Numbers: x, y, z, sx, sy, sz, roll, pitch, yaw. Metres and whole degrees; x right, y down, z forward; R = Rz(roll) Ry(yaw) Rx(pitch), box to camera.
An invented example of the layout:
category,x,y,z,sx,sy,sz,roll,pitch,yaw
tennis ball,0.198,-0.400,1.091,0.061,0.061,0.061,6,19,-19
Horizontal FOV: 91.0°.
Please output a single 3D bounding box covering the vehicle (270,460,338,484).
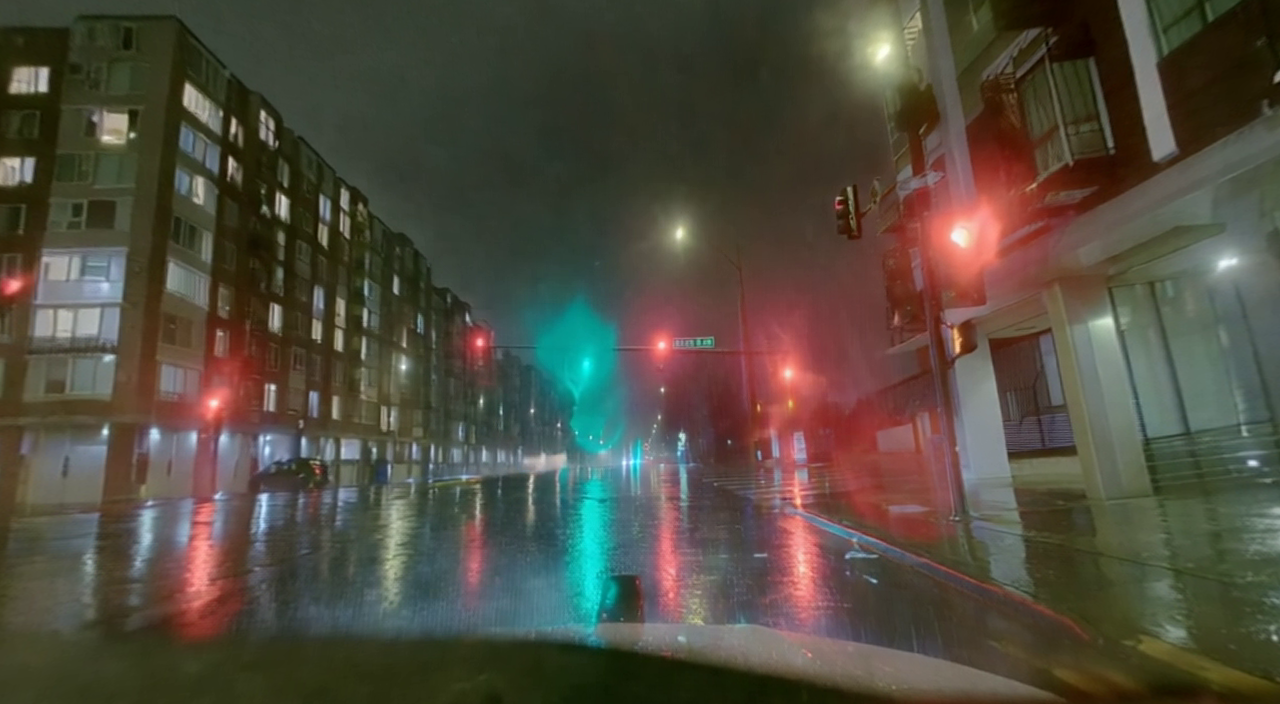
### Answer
category,x,y,z,sx,sy,sz,roll,pitch,yaw
vehicle,-24.653,8.806,46.281,3.882,1.600,1.768,0,-9,1
